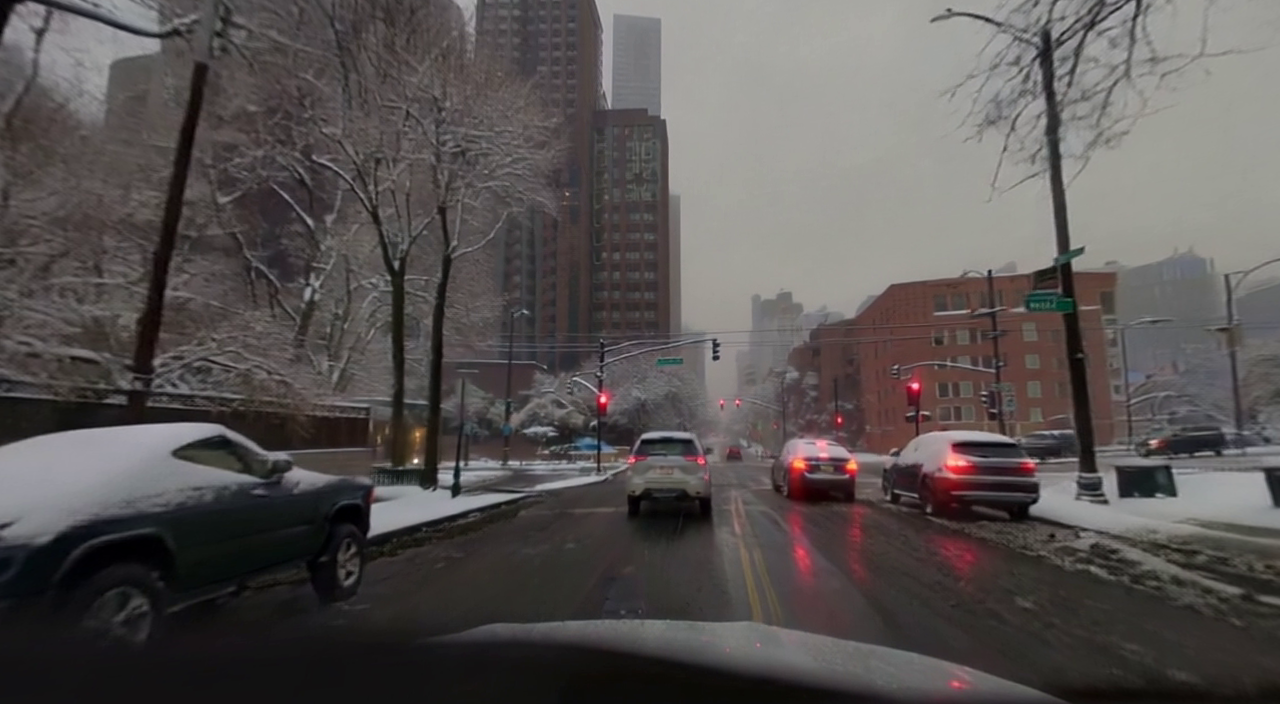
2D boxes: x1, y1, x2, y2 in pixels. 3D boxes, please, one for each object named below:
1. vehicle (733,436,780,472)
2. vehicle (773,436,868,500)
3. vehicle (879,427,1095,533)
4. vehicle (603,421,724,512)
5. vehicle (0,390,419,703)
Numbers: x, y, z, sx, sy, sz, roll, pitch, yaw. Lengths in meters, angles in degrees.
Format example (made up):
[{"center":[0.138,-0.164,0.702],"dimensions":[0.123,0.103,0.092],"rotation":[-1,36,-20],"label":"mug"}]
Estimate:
[{"center":[5.991,5.300,33.024],"dimensions":[2.111,1.705,4.093],"rotation":[-1,-9,7],"label":"vehicle"},{"center":[5.103,3.310,18.420],"dimensions":[2.111,1.619,4.077],"rotation":[-1,-9,9],"label":"vehicle"},{"center":[7.057,2.631,13.763],"dimensions":[2.093,1.815,5.441],"rotation":[-1,-9,6],"label":"vehicle"},{"center":[0.789,2.730,15.561],"dimensions":[2.333,1.832,5.200],"rotation":[-2,-9,9],"label":"vehicle"},{"center":[-3.978,1.415,5.424],"dimensions":[2.013,1.772,4.439],"rotation":[-2,-9,9],"label":"vehicle"}]
